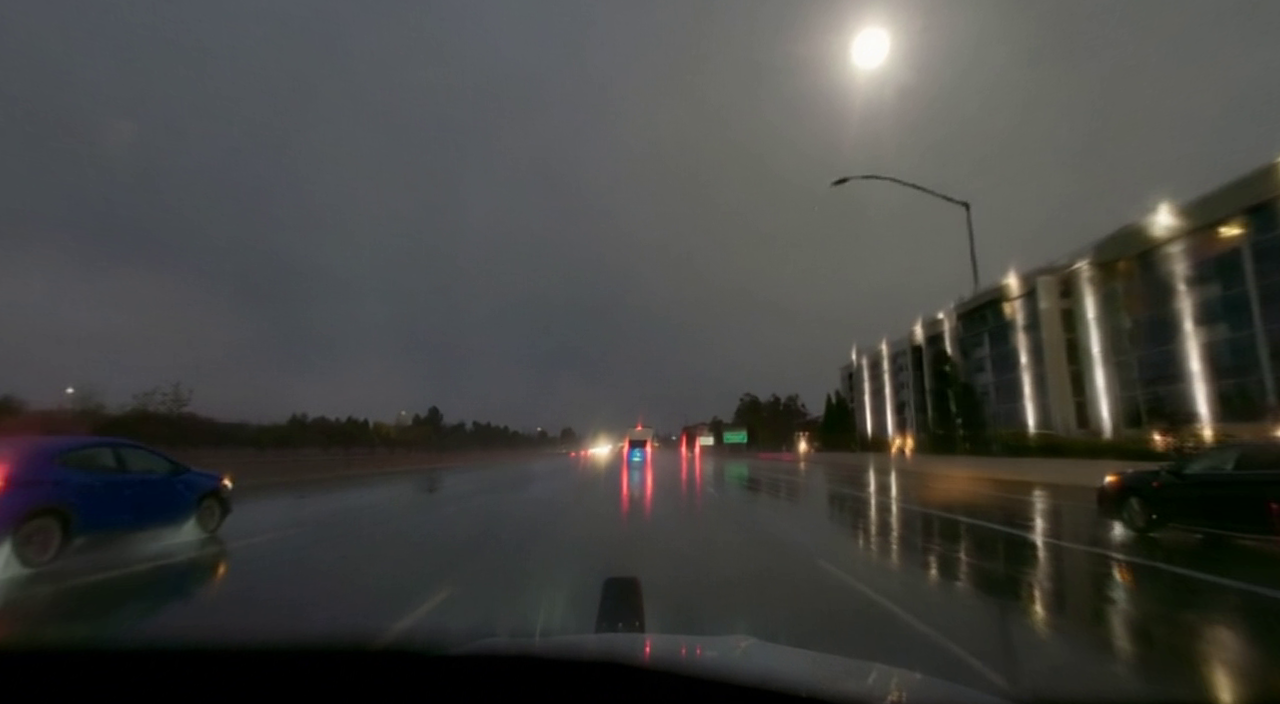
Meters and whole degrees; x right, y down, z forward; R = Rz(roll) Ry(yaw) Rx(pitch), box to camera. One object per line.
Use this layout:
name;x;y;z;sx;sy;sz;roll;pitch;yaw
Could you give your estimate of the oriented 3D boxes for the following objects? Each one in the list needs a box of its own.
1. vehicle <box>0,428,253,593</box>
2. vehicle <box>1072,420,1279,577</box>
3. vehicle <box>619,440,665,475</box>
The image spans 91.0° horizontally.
vehicle;-6.755;1.650;7.159;1.978;1.477;4.239;0;-8;0
vehicle;7.114;1.471;6.470;1.937;1.498;4.710;0;-8;-1
vehicle;0.082;4.966;29.887;2.036;1.542;3.891;0;-8;0
